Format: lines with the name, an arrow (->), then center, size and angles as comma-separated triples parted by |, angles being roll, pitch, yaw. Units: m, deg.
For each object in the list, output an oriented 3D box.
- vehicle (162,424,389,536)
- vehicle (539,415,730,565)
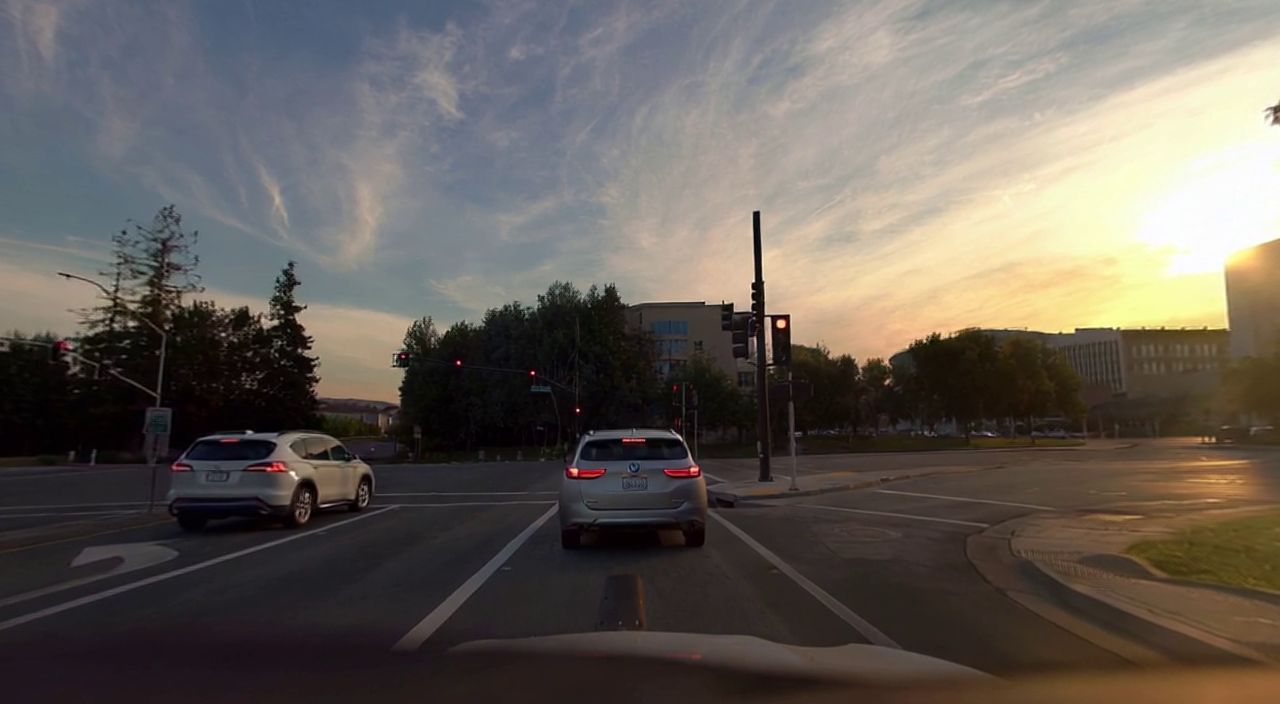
vehicle -> -6.467, 2.289, 11.861 | 2.020, 1.695, 4.187 | 1, -9, -5
vehicle -> -0.207, 1.880, 9.278 | 2.154, 1.670, 4.140 | 1, -9, -4
